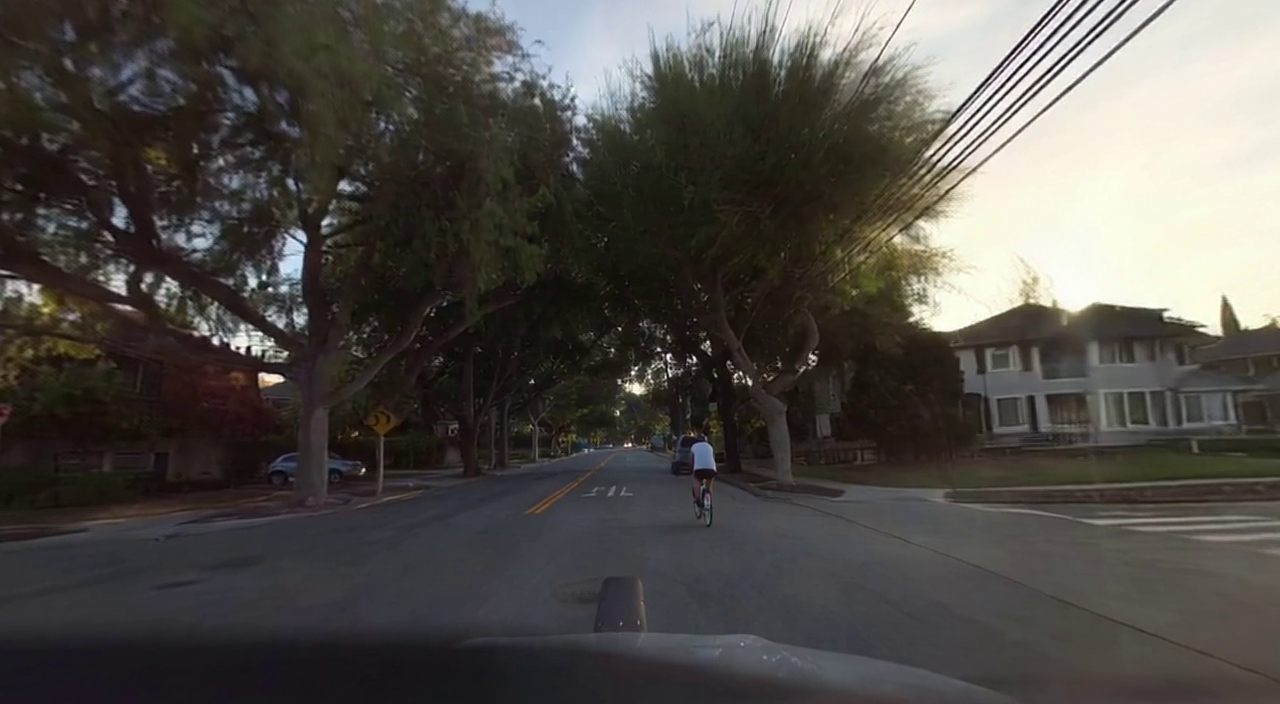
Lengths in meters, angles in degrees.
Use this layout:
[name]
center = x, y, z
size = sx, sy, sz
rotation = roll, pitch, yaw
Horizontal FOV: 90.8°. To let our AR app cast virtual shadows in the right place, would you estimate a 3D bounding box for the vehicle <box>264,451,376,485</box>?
[vehicle]
center = -14.637, 5.316, 29.059
size = 4.143, 1.480, 1.755
rotation = 0, -8, -2
